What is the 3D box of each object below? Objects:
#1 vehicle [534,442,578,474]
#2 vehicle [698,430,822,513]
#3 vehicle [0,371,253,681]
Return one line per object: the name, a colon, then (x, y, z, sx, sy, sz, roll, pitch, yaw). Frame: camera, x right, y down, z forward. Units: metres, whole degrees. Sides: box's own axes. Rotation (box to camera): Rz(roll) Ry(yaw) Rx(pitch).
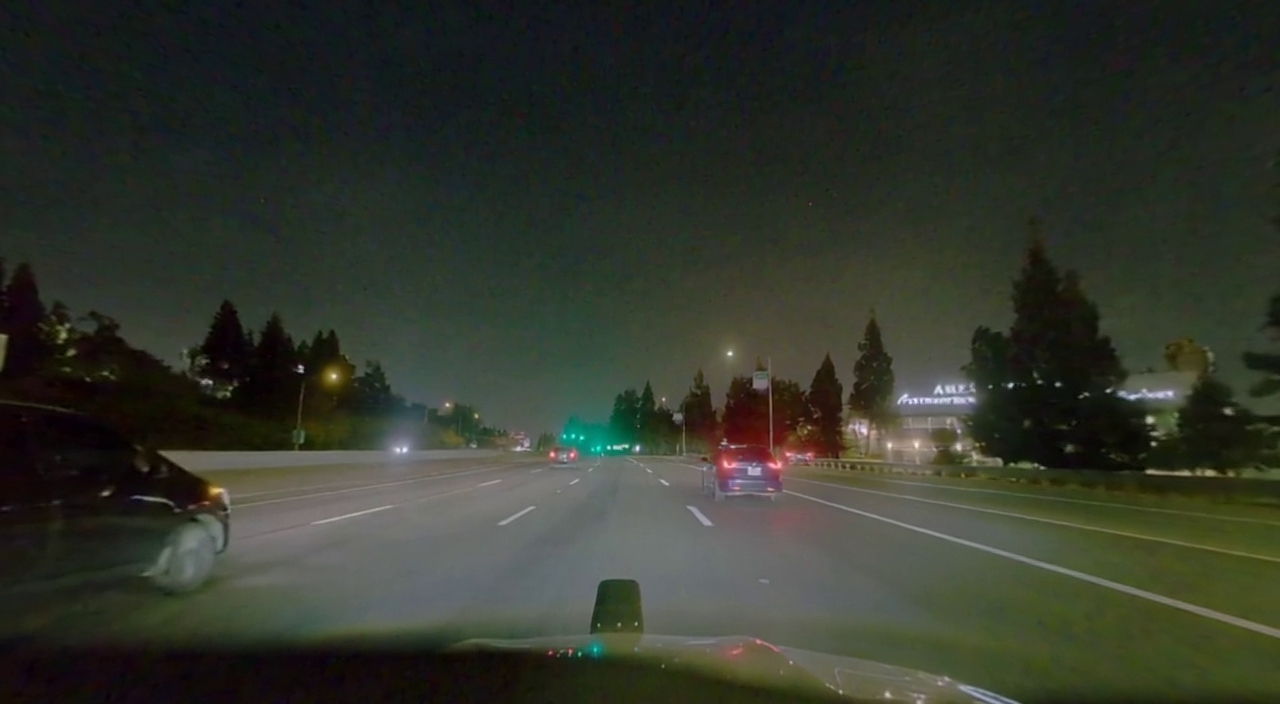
vehicle: (-5.047, 6.446, 38.763, 2.160, 1.794, 4.646, 0, -9, -1)
vehicle: (2.666, 2.784, 15.158, 1.997, 1.686, 4.247, 0, -9, -2)
vehicle: (-4.803, 1.001, 3.595, 2.176, 1.779, 4.755, 0, -9, 0)
